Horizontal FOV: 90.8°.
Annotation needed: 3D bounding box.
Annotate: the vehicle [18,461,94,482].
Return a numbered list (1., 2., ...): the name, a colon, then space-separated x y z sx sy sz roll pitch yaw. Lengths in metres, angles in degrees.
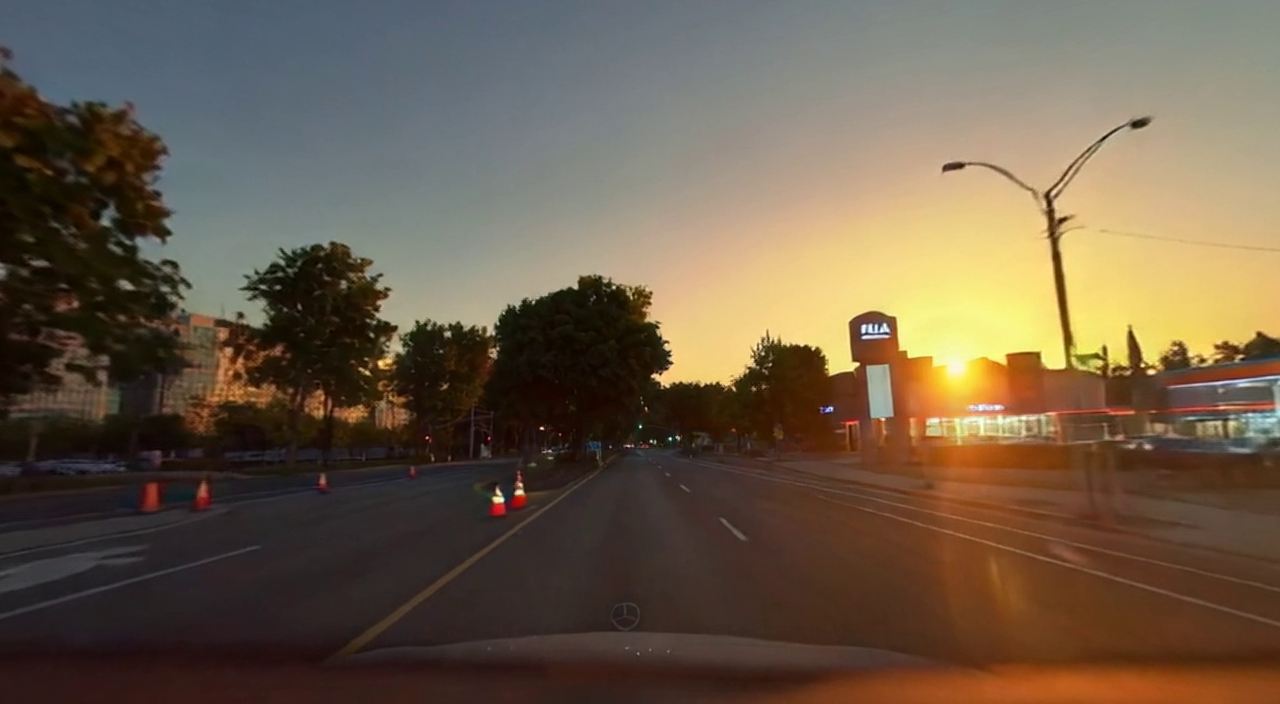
1. vehicle: -45.002 9.183 48.784 1.876 1.475 4.116 0 -9 0

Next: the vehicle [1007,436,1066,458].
1. vehicle: 29.750 7.166 47.566 1.784 1.567 3.930 -1 -9 -1

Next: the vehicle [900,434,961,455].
1. vehicle: 20.707 6.616 45.110 3.526 1.430 1.698 0 -9 1

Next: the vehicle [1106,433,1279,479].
1. vehicle: 18.340 3.370 20.578 4.674 1.399 1.987 0 -8 0

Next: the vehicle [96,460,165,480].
1. vehicle: -39.387 9.113 48.944 1.676 1.381 4.392 0 -8 1
